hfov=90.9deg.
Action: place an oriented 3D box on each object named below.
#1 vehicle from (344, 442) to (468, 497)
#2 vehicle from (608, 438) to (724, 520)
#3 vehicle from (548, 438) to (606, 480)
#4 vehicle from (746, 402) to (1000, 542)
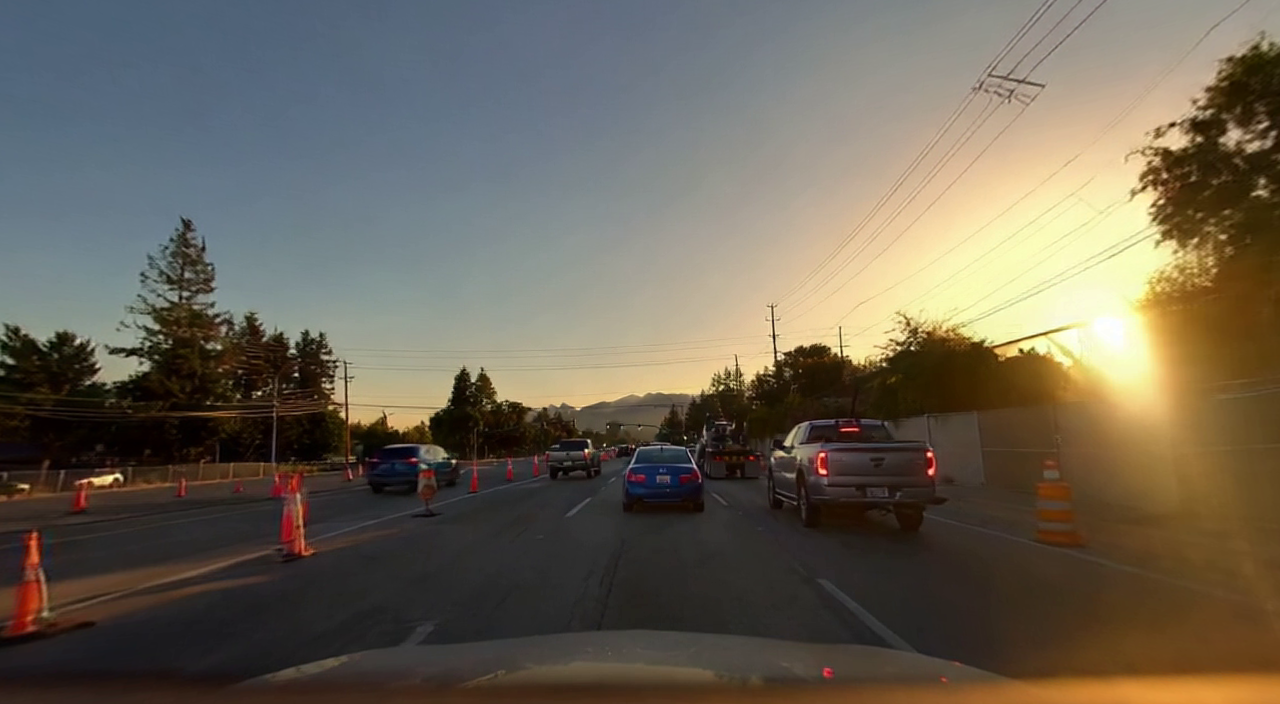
[{"bbox_3d":[-7.138,3.611,19.903,2.018,1.490,4.926,0,-9,0],"label":"vehicle"},{"bbox_3d":[0.506,2.658,13.764,2.128,1.473,4.272,0,-9,1],"label":"vehicle"},{"bbox_3d":[-2.719,4.721,28.037,1.989,1.729,4.184,0,-9,2],"label":"vehicle"},{"bbox_3d":[3.906,2.208,12.312,2.555,2.017,6.201,0,-9,0],"label":"vehicle"}]
